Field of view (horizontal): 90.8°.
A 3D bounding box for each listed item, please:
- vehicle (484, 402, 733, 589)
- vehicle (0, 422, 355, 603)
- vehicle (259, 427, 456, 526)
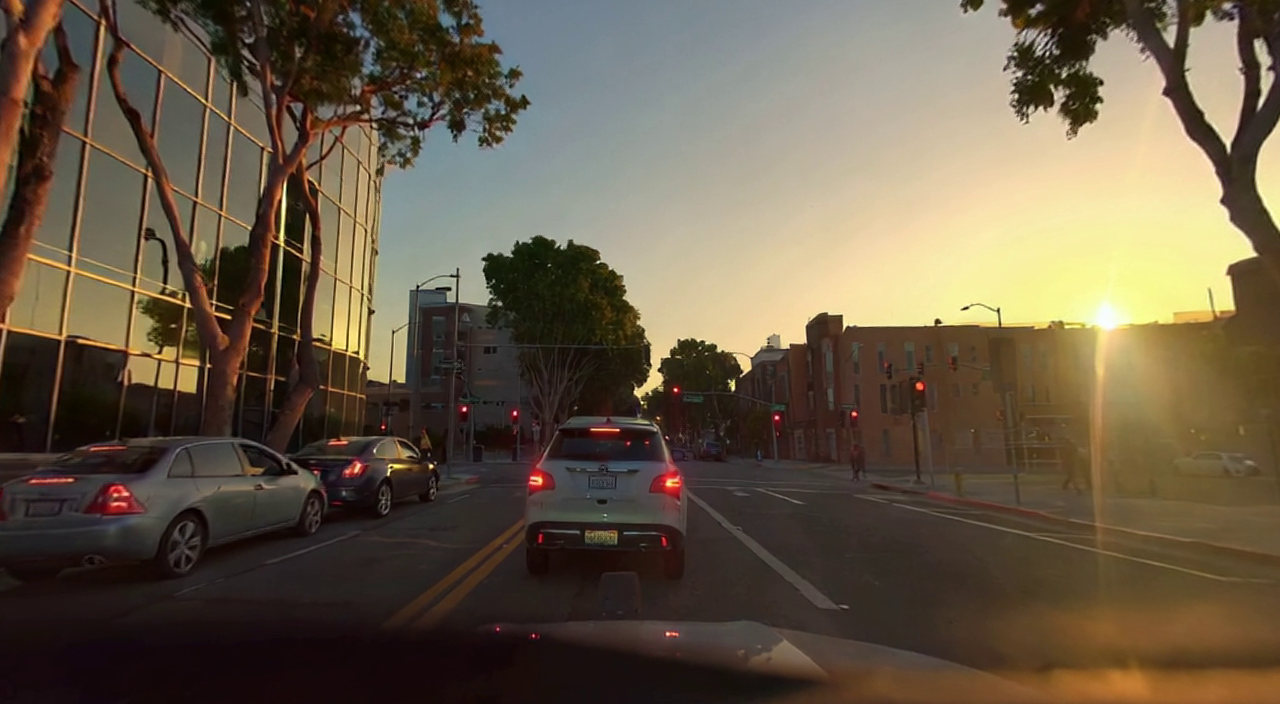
[{"bbox_3d":[-0.266,1.599,7.788,2.258,1.687,3.934,0,-9,1],"label":"vehicle"},{"bbox_3d":[-5.742,1.853,8.278,1.904,1.684,4.529,0,-9,-1],"label":"vehicle"},{"bbox_3d":[-5.871,2.635,13.963,2.077,1.791,4.751,0,-9,1],"label":"vehicle"}]
